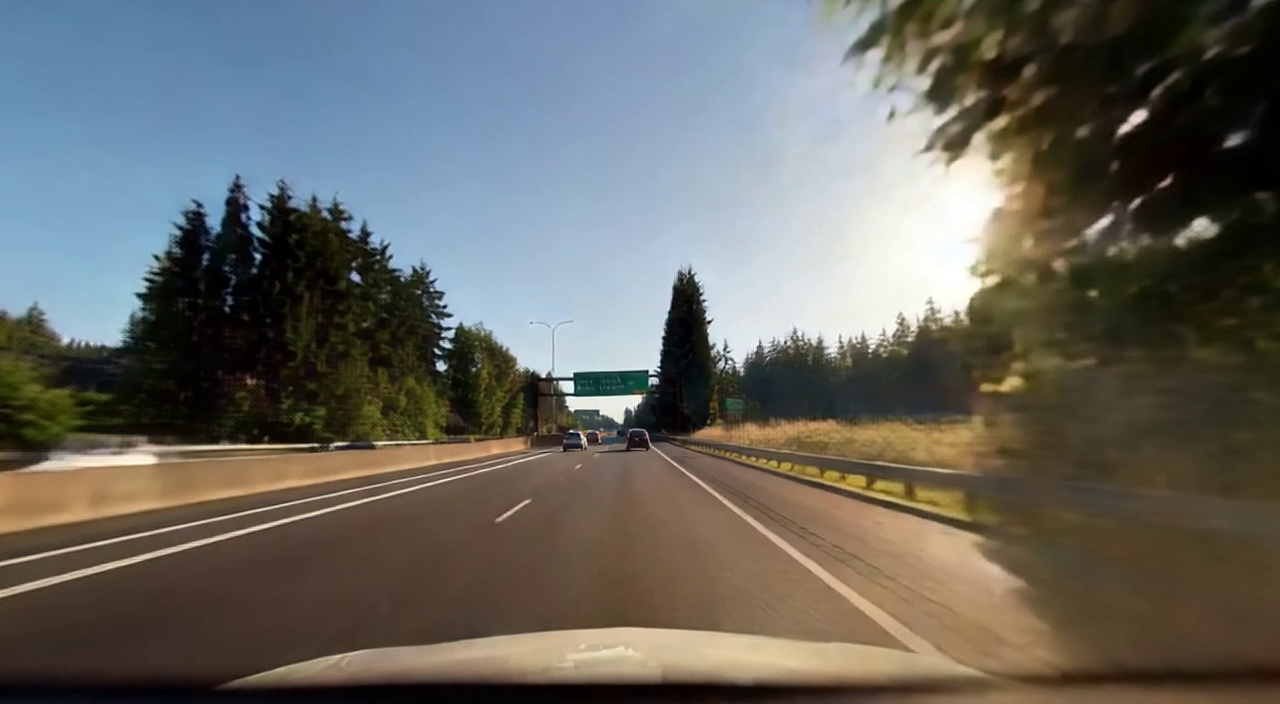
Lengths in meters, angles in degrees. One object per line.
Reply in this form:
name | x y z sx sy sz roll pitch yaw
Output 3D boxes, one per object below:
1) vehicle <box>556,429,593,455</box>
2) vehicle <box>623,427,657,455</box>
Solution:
vehicle | -4.352 6.069 42.532 2.055 1.610 4.116 0 -8 0
vehicle | -0.041 5.912 41.956 2.170 1.790 4.490 0 -8 -1
